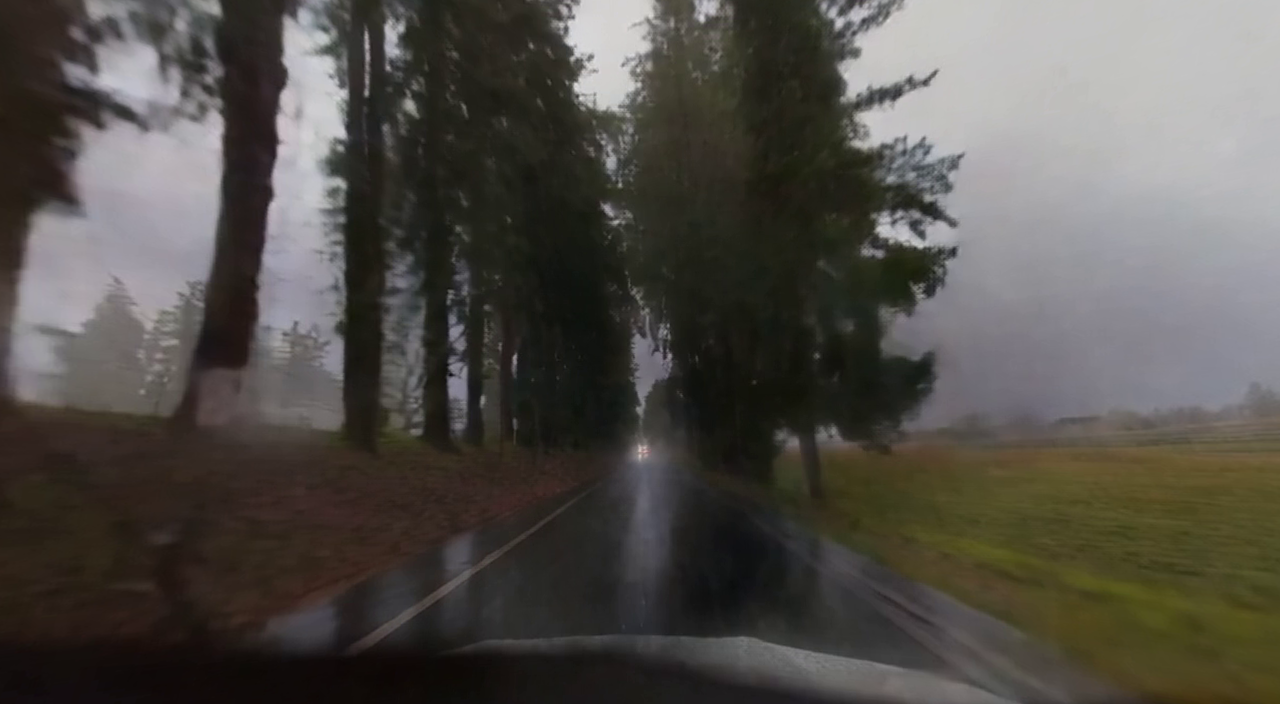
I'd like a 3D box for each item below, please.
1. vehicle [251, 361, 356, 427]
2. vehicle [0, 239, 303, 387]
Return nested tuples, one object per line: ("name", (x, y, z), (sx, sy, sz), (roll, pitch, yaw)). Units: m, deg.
("vehicle", (-24.421, 3.038, 46.495), (3.022, 4.324, 8.607), (-1, -3, 0))
("vehicle", (-25.736, -1.292, 35.799), (3.314, 4.163, 16.558), (-1, -12, 3))
